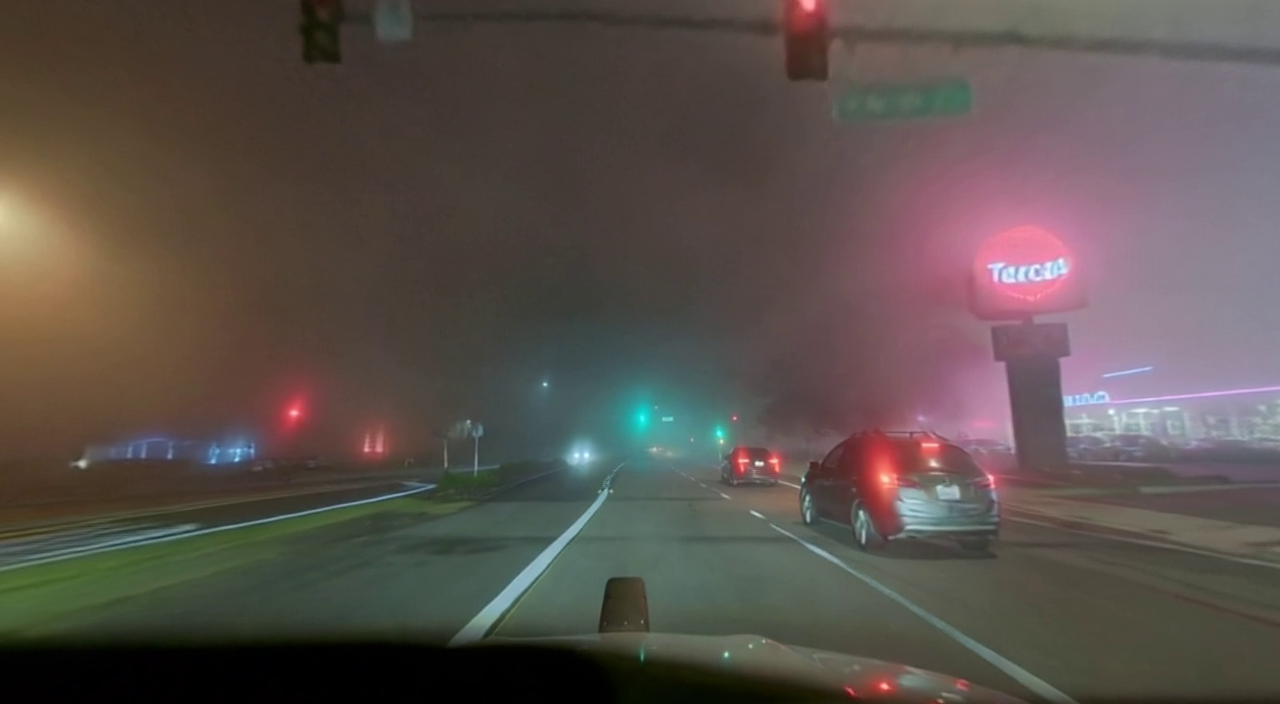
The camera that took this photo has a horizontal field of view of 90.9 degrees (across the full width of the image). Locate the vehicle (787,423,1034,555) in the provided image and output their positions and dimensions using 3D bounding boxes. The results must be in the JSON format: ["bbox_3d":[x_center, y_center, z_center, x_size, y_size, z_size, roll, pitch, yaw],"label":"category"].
[{"bbox_3d":[3.683,1.938,9.571,1.931,1.534,4.126,-1,-9,1],"label":"vehicle"}]

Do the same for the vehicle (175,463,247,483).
[{"bbox_3d":[-32.745,9.224,48.148,4.252,1.419,1.997,-2,-9,11],"label":"vehicle"}]

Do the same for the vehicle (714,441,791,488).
[{"bbox_3d":[3.877,3.964,22.579,1.870,1.467,4.800,0,-9,0],"label":"vehicle"}]

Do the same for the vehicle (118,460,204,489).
[{"bbox_3d":[-33.514,8.559,44.216,4.422,1.599,2.087,-4,-8,1],"label":"vehicle"}]

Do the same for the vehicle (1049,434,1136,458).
[{"bbox_3d":[29.177,6.072,40.786,1.759,1.440,4.112,3,-9,-24],"label":"vehicle"}]

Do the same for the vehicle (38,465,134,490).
[{"bbox_3d":[-36.365,8.240,41.445,4.500,1.448,1.901,-1,-8,1],"label":"vehicle"}]
